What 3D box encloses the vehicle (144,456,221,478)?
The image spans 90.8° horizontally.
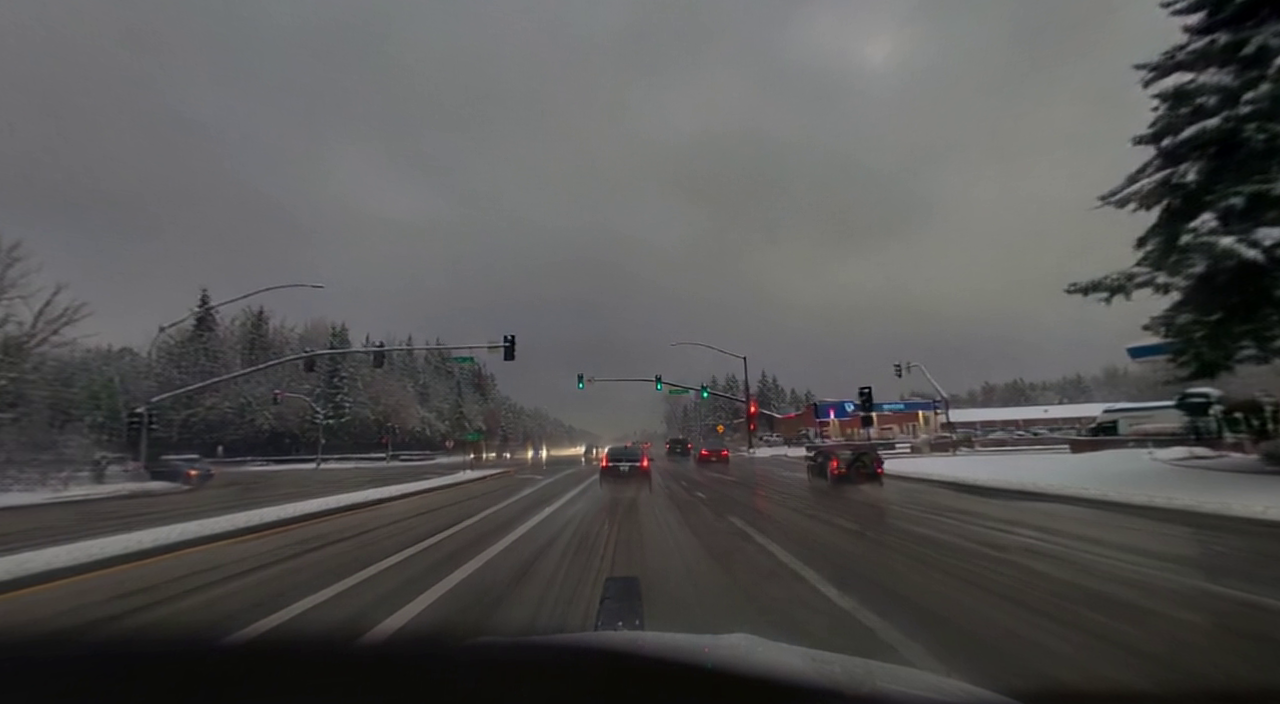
[{"bbox_3d":[-34.741,8.726,48.014,4.287,1.612,1.993,0,-9,2],"label":"vehicle"}]

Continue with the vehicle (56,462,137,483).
[{"bbox_3d":[-39.451,8.767,45.938,4.308,1.430,1.824,-1,-9,4],"label":"vehicle"}]

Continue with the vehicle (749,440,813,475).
[{"bbox_3d":[6.374,4.819,29.056,1.890,1.489,4.396,0,-9,-1],"label":"vehicle"}]

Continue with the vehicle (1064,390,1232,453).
[{"bbox_3d":[29.013,4.192,36.746,2.940,3.265,7.968,0,-9,-1],"label":"vehicle"}]

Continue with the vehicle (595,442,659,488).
[{"bbox_3d":[-0.409,3.918,22.217,2.040,1.451,3.736,0,-9,0],"label":"vehicle"}]
